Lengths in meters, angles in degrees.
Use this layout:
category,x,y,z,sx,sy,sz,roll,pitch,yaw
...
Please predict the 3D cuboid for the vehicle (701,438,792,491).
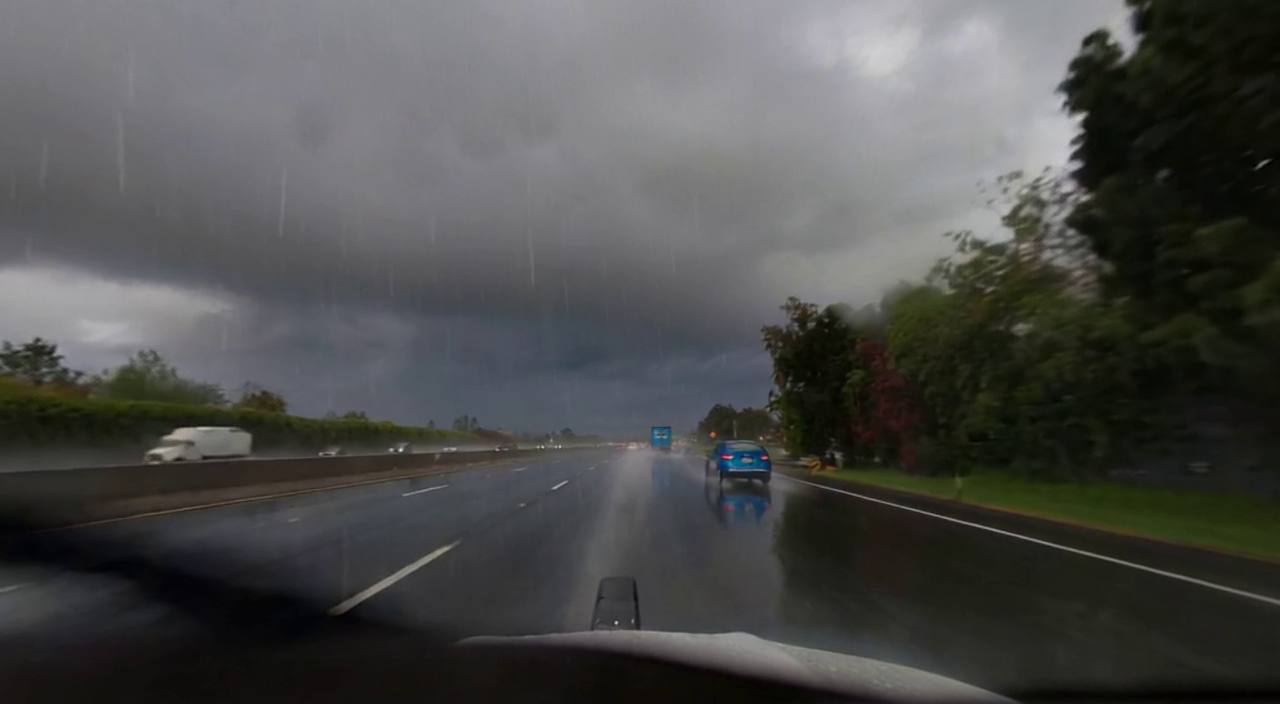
category,x,y,z,sx,sy,sz,roll,pitch,yaw
vehicle,3.165,3.430,19.620,2.048,1.482,3.956,0,-8,-1
